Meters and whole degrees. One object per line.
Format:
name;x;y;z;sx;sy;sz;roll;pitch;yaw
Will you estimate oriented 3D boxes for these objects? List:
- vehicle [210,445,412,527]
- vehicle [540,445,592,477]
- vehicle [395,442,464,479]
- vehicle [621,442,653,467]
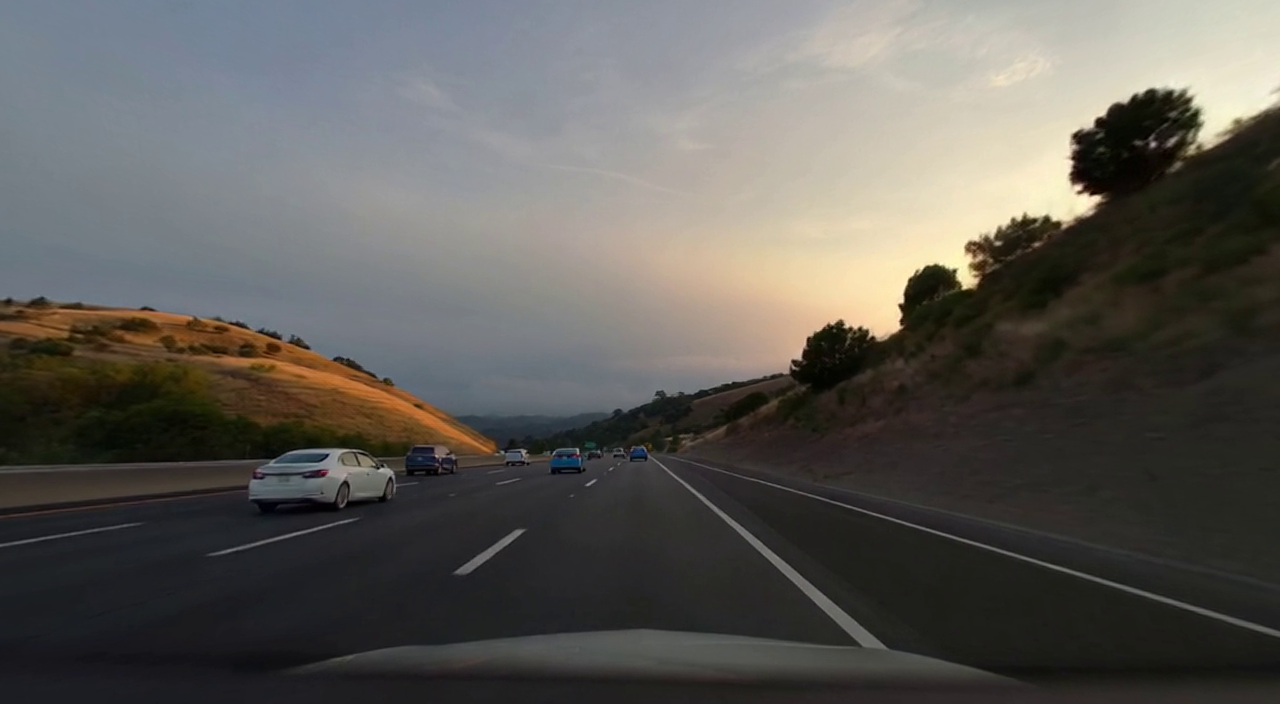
vehicle;-6.731;2.744;13.576;1.991;1.441;4.265;0;-8;1
vehicle;-3.726;5.583;32.693;2.144;1.505;4.649;0;-8;0
vehicle;-10.879;5.617;32.992;2.025;1.750;4.505;0;-8;0
vehicle;-0.241;7.251;44.986;2.225;1.674;4.044;0;-8;-1
